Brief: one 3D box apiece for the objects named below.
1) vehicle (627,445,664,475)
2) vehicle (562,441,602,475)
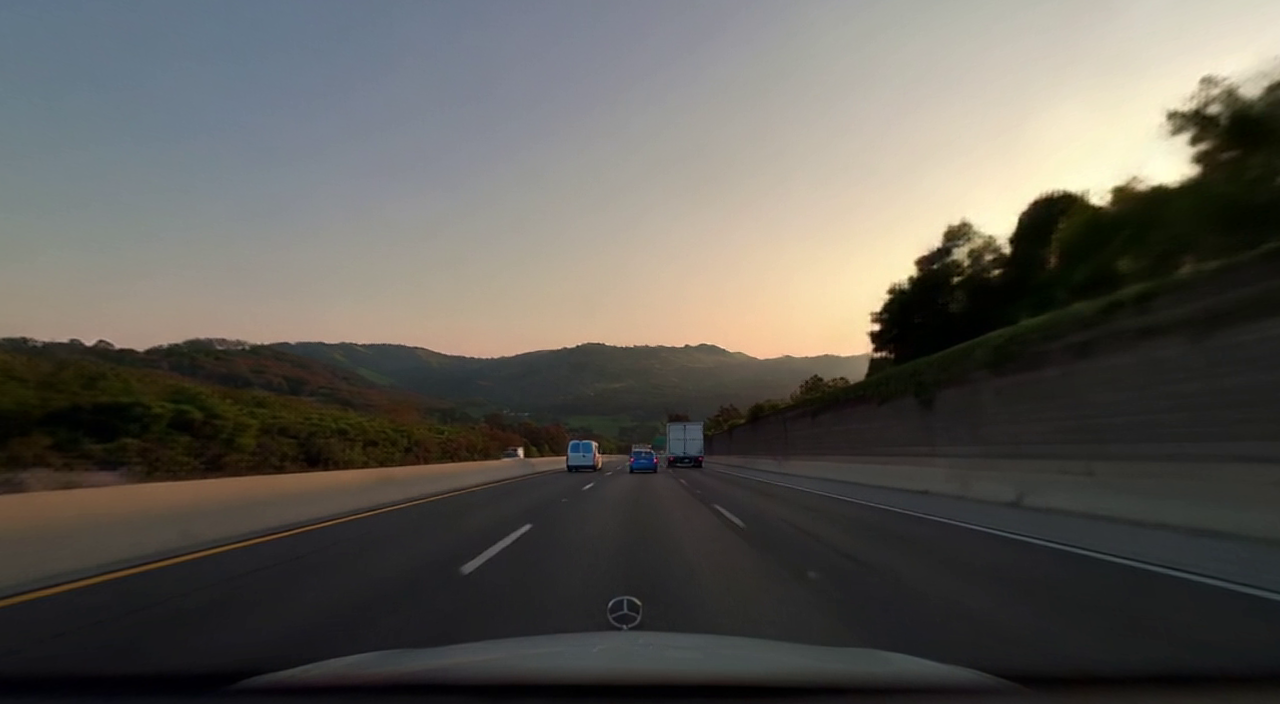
[{"bbox_3d":[0.381,6.773,39.616,2.166,1.747,4.299,-1,-9,1],"label":"vehicle"},{"bbox_3d":[-3.625,6.701,40.025,1.955,2.004,4.792,-1,-9,1],"label":"vehicle"}]
